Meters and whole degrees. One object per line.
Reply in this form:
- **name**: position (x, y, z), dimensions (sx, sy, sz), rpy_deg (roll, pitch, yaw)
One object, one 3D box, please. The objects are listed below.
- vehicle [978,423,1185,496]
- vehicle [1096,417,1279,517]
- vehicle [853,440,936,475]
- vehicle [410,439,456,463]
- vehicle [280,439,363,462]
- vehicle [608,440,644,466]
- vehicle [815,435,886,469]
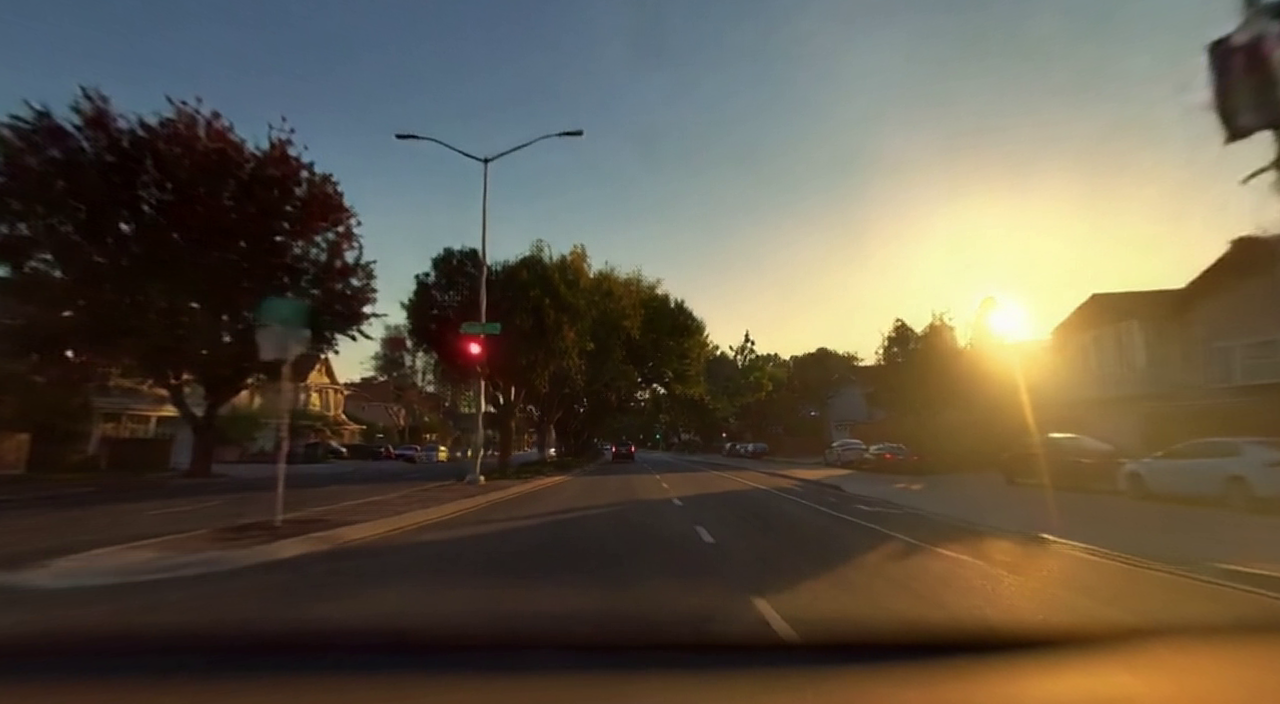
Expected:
- **vehicle**: position (11.811, 2.924, 17.426), dimensions (2.226, 1.720, 4.708), rpy_deg (0, -8, -1)
- **vehicle**: position (11.797, 2.223, 12.500), dimensions (2.018, 1.665, 4.576), rpy_deg (0, -8, 0)
- **vehicle**: position (11.438, 4.746, 28.721), dimensions (1.838, 1.443, 4.563), rpy_deg (0, -8, -1)
- **vehicle**: position (-15.806, 7.586, 48.335), dimensions (2.042, 1.748, 4.584), rpy_deg (0, -8, -1)
- **vehicle**: position (-21.353, 6.609, 42.342), dimensions (4.547, 1.484, 1.914), rpy_deg (0, -8, 1)
- **vehicle**: position (-0.862, 6.203, 38.867), dimensions (2.113, 1.462, 4.203), rpy_deg (0, -8, -2)
- **vehicle**: position (11.259, 5.410, 34.138), dimensions (2.156, 1.689, 4.774), rpy_deg (0, -8, 0)
